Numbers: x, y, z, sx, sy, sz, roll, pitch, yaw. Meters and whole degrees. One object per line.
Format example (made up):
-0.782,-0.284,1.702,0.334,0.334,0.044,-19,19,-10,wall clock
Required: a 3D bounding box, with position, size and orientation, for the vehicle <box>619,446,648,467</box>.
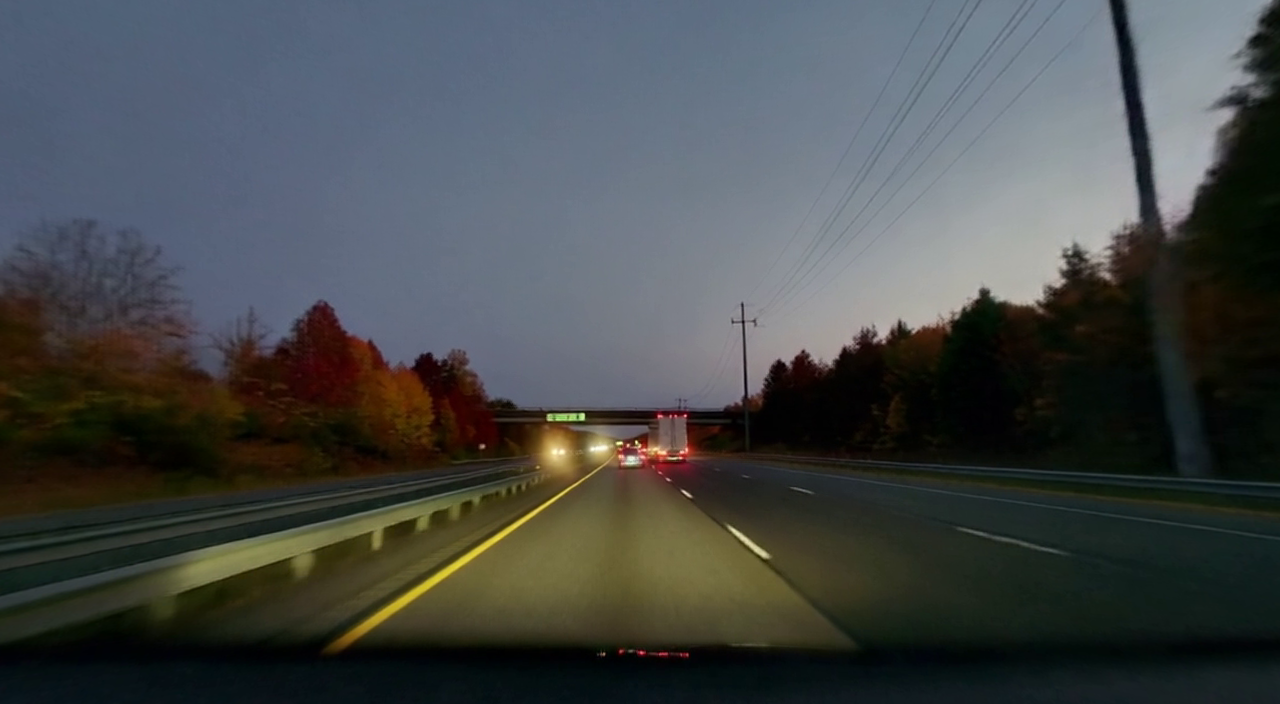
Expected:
-0.495,7.409,44.598,1.961,1.454,3.755,0,-9,-2,vehicle
